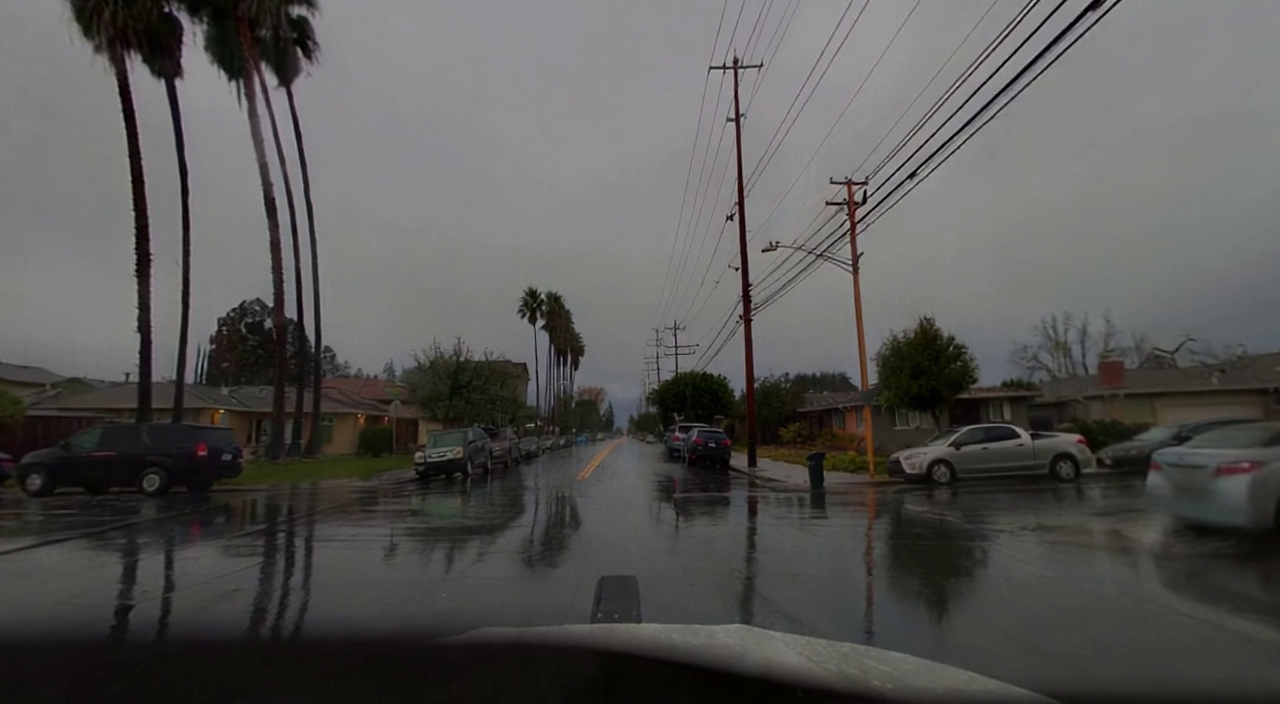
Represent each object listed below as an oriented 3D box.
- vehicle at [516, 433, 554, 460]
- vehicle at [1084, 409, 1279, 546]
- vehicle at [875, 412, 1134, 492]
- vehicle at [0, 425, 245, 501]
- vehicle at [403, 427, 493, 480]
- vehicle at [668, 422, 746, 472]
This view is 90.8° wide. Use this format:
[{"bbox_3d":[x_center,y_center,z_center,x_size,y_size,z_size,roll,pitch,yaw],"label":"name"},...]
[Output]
[{"bbox_3d":[-7.716,7.021,46.775,2.178,1.865,4.658,0,-9,-2],"label":"vehicle"},{"bbox_3d":[8.994,1.666,8.703,4.181,1.638,2.015,0,-9,-1],"label":"vehicle"},{"bbox_3d":[10.263,2.853,18.170,5.971,1.967,2.385,-1,-9,-5],"label":"vehicle"},{"bbox_3d":[-14.797,3.090,17.679,5.847,1.766,2.392,-2,-9,-3],"label":"vehicle"},{"bbox_3d":[-6.957,3.743,23.456,2.198,1.724,4.493,1,-9,-4],"label":"vehicle"},{"bbox_3d":[2.694,4.082,27.212,2.505,1.895,5.805,0,-9,-2],"label":"vehicle"}]
